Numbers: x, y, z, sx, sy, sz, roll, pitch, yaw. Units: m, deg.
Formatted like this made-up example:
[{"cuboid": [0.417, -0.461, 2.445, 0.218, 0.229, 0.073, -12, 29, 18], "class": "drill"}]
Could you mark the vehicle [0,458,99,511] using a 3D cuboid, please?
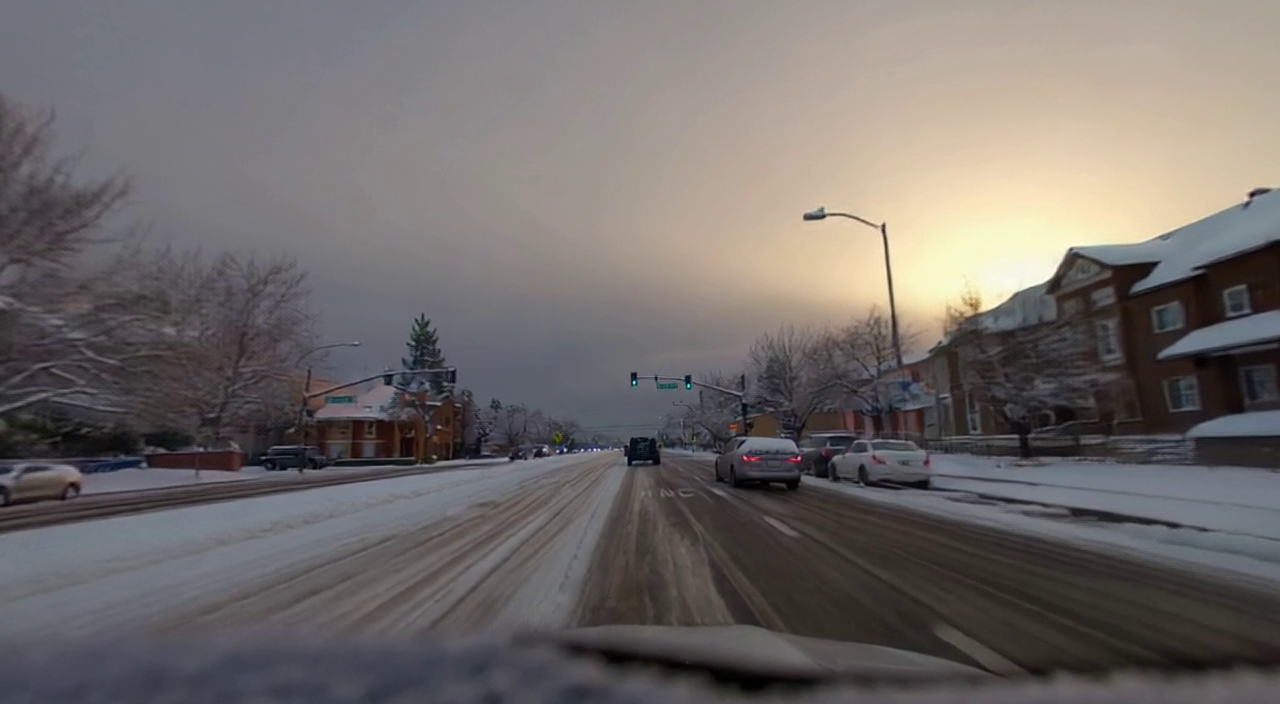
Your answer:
[{"cuboid": [-22.406, 4.701, 22.617, 1.915, 1.686, 4.422, 0, -9, 2], "class": "vehicle"}]

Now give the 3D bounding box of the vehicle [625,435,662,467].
[{"cuboid": [0.197, 6.267, 39.961, 2.239, 1.856, 4.815, 0, -9, 0], "class": "vehicle"}]

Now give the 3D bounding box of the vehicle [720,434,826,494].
[{"cuboid": [3.759, 3.278, 18.720, 2.178, 1.546, 4.311, 0, -9, 0], "class": "vehicle"}]

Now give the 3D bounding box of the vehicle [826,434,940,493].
[{"cuboid": [7.261, 3.361, 19.304, 1.876, 1.598, 4.171, 0, -9, 1], "class": "vehicle"}]
